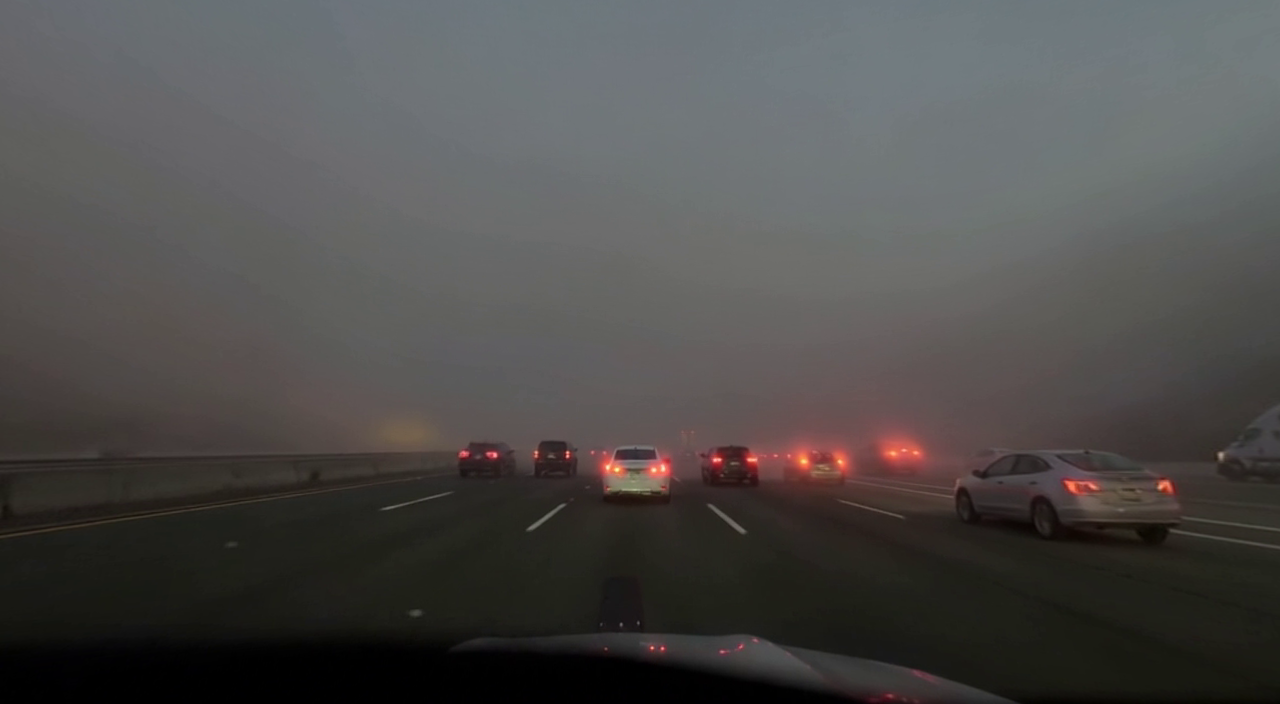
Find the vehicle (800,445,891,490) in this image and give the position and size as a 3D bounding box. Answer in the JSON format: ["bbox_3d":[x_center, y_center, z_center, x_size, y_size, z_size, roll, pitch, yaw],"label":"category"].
[{"bbox_3d":[7.432,4.209,23.237,1.942,1.482,4.250,0,-9,0],"label":"vehicle"}]

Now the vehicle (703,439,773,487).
[{"bbox_3d":[3.665,4.234,24.360,2.053,1.666,4.106,0,-9,0],"label":"vehicle"}]

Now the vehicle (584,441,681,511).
[{"bbox_3d":[-0.133,3.045,15.939,2.132,1.499,4.038,0,-9,1],"label":"vehicle"}]

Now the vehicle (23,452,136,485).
[{"bbox_3d":[-28.031,5.813,31.705,1.813,1.505,4.120,0,-9,1],"label":"vehicle"}]

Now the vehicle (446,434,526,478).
[{"bbox_3d":[-7.734,5.328,32.454,2.487,1.986,6.157,0,-9,1],"label":"vehicle"}]

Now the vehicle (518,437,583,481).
[{"bbox_3d":[-3.829,4.668,27.757,2.079,1.741,4.436,0,-9,2],"label":"vehicle"}]

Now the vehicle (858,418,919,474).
[{"bbox_3d":[17.364,6.601,44.191,2.777,3.740,3.338,1,-9,-1],"label":"vehicle"}]

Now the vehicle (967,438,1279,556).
[{"bbox_3d":[7.636,2.230,10.454,2.021,1.505,4.480,0,-9,0],"label":"vehicle"}]
